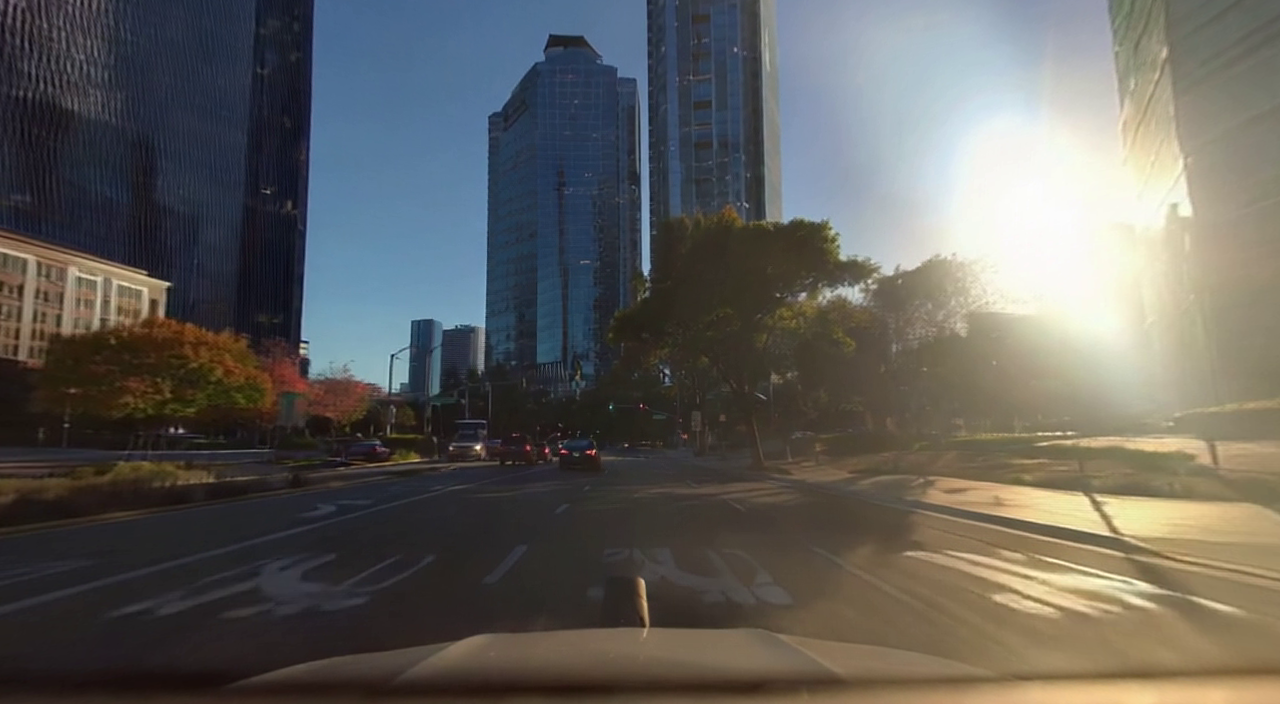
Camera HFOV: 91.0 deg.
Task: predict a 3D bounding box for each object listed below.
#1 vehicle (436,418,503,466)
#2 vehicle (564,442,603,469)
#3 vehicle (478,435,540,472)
[{"bbox_3d":[-12.853,6.914,48.181,2.887,3.366,7.454,0,-9,1],"label":"vehicle"},{"bbox_3d":[-3.737,6.962,42.649,2.181,1.706,4.334,0,-9,1],"label":"vehicle"},{"bbox_3d":[-7.139,5.622,34.934,2.204,1.844,4.766,0,-9,2],"label":"vehicle"}]
